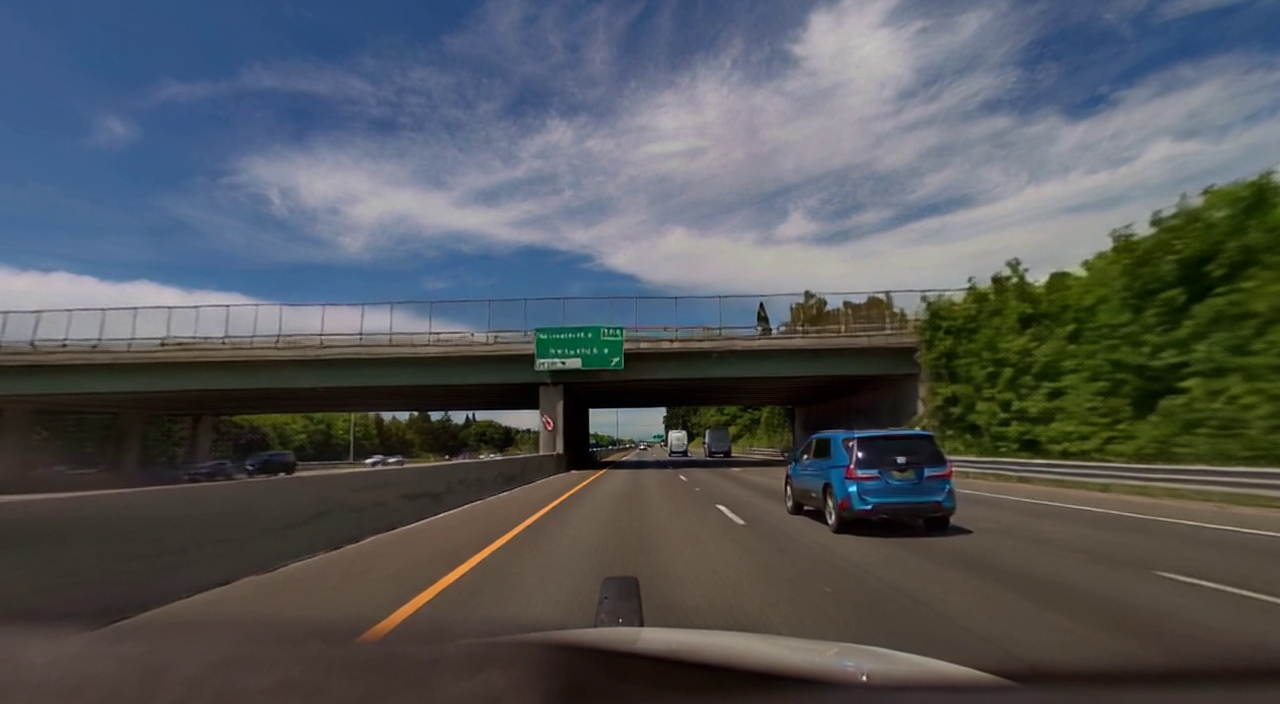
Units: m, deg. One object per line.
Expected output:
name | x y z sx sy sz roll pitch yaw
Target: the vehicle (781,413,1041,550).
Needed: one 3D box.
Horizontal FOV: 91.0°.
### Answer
vehicle | 3.924 1.959 10.208 2.148 1.691 4.443 0 -9 -1
